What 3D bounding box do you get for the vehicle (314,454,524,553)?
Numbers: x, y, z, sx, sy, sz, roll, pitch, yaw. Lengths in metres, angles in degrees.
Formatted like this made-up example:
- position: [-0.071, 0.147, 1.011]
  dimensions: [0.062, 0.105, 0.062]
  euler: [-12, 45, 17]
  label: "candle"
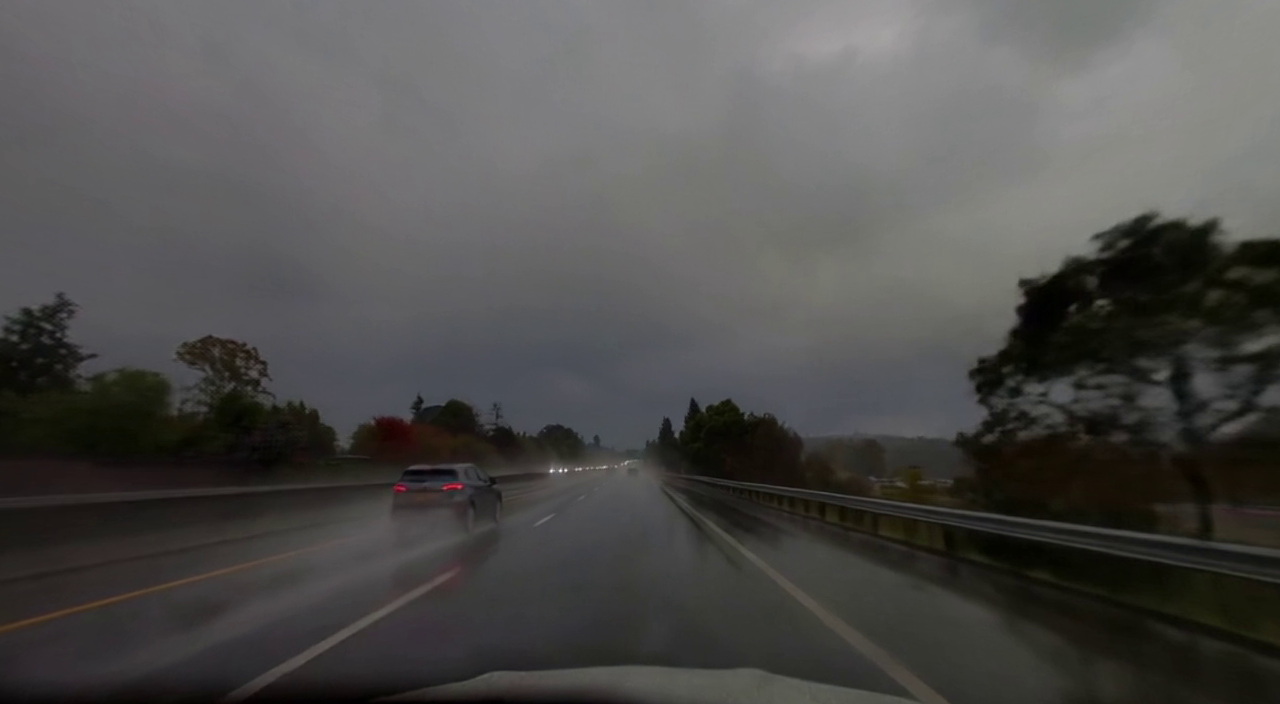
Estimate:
- position: [-3.821, 2.775, 12.114]
  dimensions: [2.146, 1.441, 5.020]
  euler: [1, -11, 1]
  label: "vehicle"
